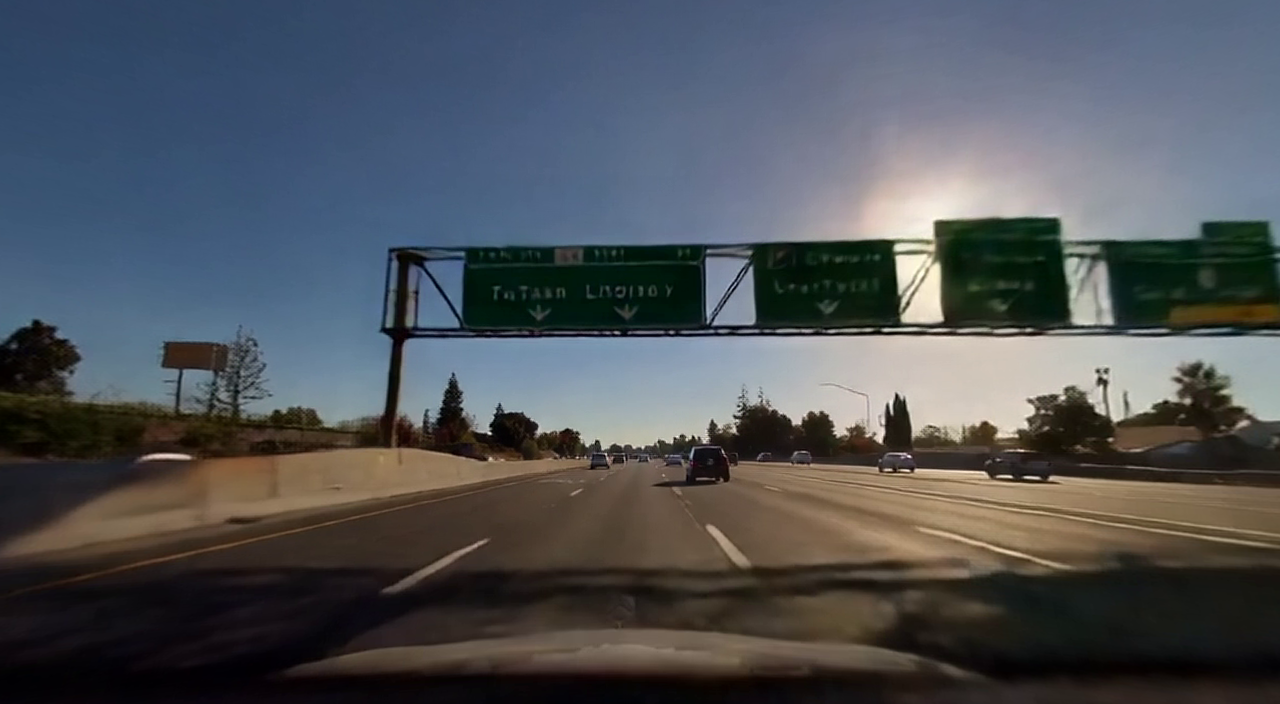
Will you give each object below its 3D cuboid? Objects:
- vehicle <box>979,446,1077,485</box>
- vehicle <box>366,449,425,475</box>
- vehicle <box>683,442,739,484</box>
[{"bbox_3d":[19.496,5.708,31.947,2.116,1.754,4.727,0,-9,3],"label":"vehicle"},{"bbox_3d":[-17.849,8.045,46.294,2.066,1.824,5.243,0,-9,2],"label":"vehicle"},{"bbox_3d":[3.289,5.286,30.176,2.147,1.794,4.538,0,-9,0],"label":"vehicle"}]
